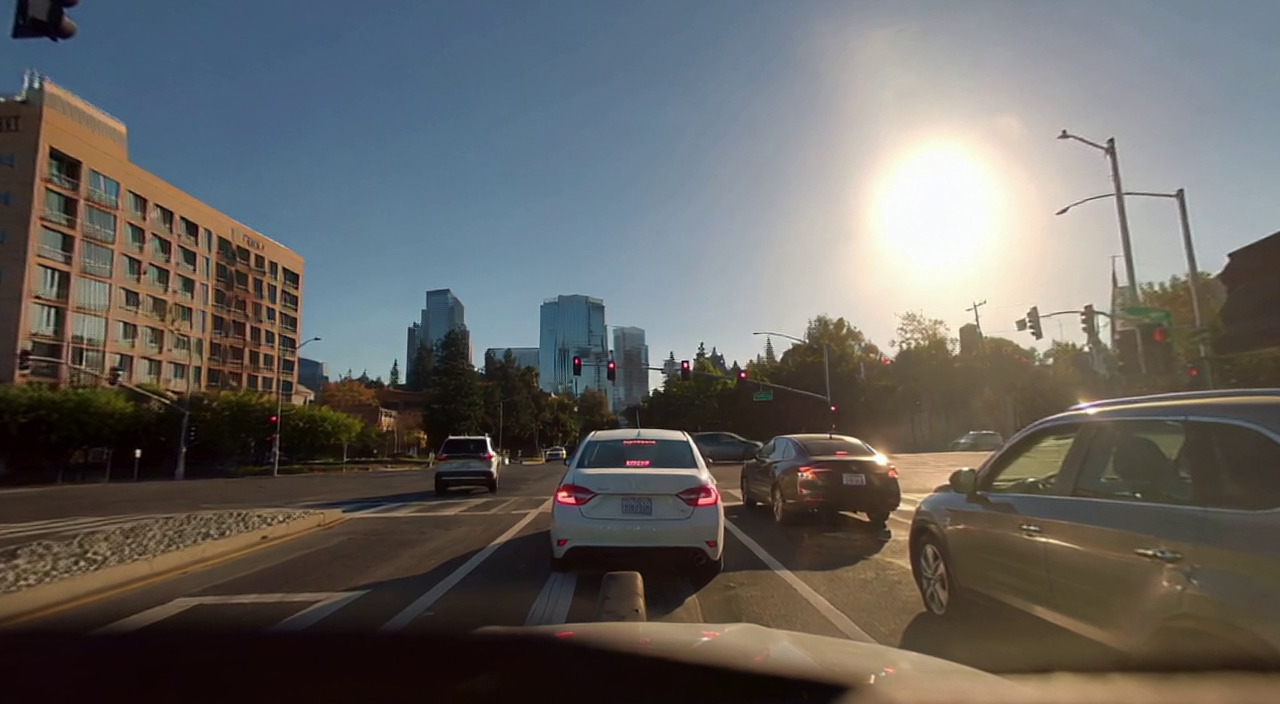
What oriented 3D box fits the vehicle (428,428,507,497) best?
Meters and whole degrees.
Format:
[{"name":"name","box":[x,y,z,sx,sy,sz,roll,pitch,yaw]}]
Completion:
[{"name":"vehicle","box":[-5.273,3.323,19.412,2.021,1.837,4.448,2,-9,-15]}]

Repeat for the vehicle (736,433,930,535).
[{"name":"vehicle","box":[3.163,2.257,11.465,2.001,1.463,4.398,0,-8,-2]}]

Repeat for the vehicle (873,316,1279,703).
[{"name":"vehicle","box":[3.007,0.904,2.972,2.103,1.701,4.294,0,-9,-1]}]

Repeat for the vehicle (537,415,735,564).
[{"name":"vehicle","box":[-0.089,1.828,9.088,2.188,1.637,4.027,0,-9,-1]}]

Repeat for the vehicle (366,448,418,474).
[{"name":"vehicle","box":[-18.775,8.244,48.125,2.026,1.836,4.726,0,-8,0]}]
